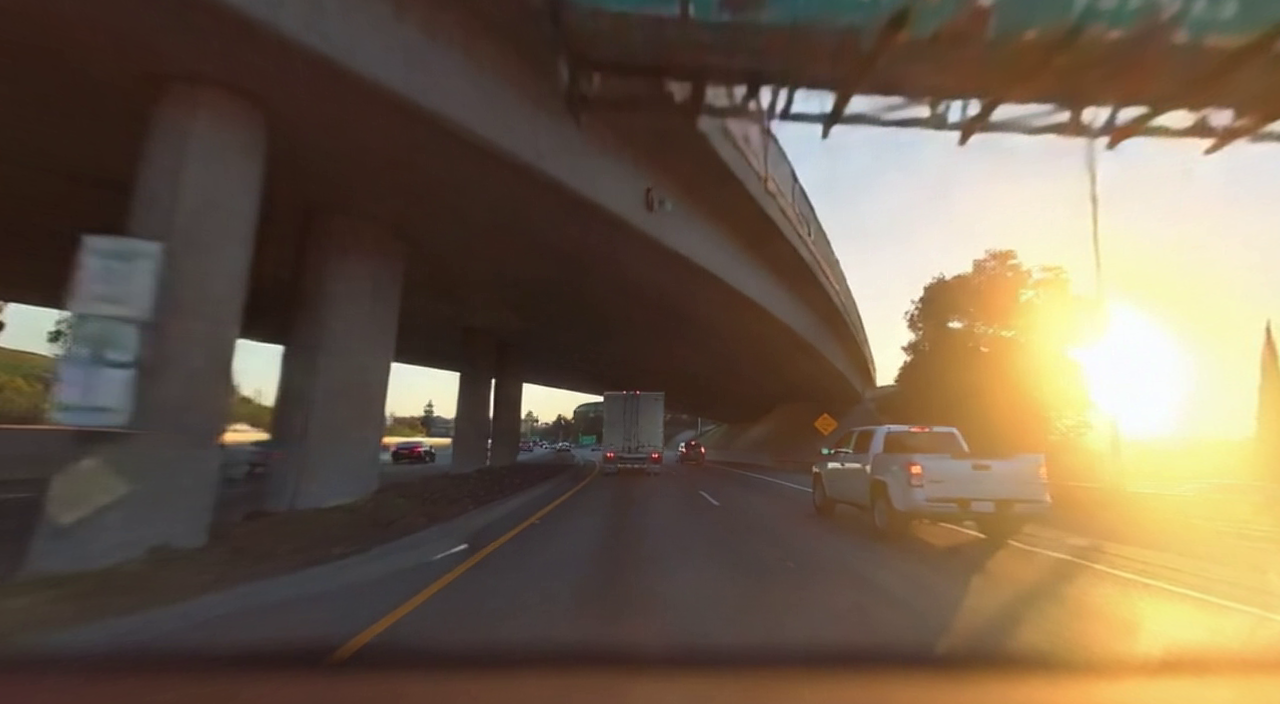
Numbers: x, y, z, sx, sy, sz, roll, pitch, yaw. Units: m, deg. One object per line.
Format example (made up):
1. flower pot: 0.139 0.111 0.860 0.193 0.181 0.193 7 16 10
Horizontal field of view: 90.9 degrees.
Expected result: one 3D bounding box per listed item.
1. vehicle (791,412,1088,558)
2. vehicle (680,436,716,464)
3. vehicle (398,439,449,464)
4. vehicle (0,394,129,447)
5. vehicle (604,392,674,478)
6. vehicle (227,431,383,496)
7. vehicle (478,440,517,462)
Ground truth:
1. vehicle: 4.151 1.944 10.060 2.189 1.709 5.131 0 -8 0
2. vehicle: 4.438 7.586 48.960 2.174 1.968 5.016 0 -8 -2
3. vehicle: -13.778 6.334 40.356 1.906 1.510 4.303 0 -8 -2
4. vehicle: -44.389 5.458 48.881 2.912 3.705 8.180 0 -8 -3
5. vehicle: -0.125 4.265 31.969 2.916 3.584 10.841 0 -8 -1
6. vehicle: -9.039 3.030 17.565 2.006 1.562 4.475 0 -8 -2
7. vehicle: -10.619 7.401 47.275 2.057 1.506 4.829 0 -8 -3
